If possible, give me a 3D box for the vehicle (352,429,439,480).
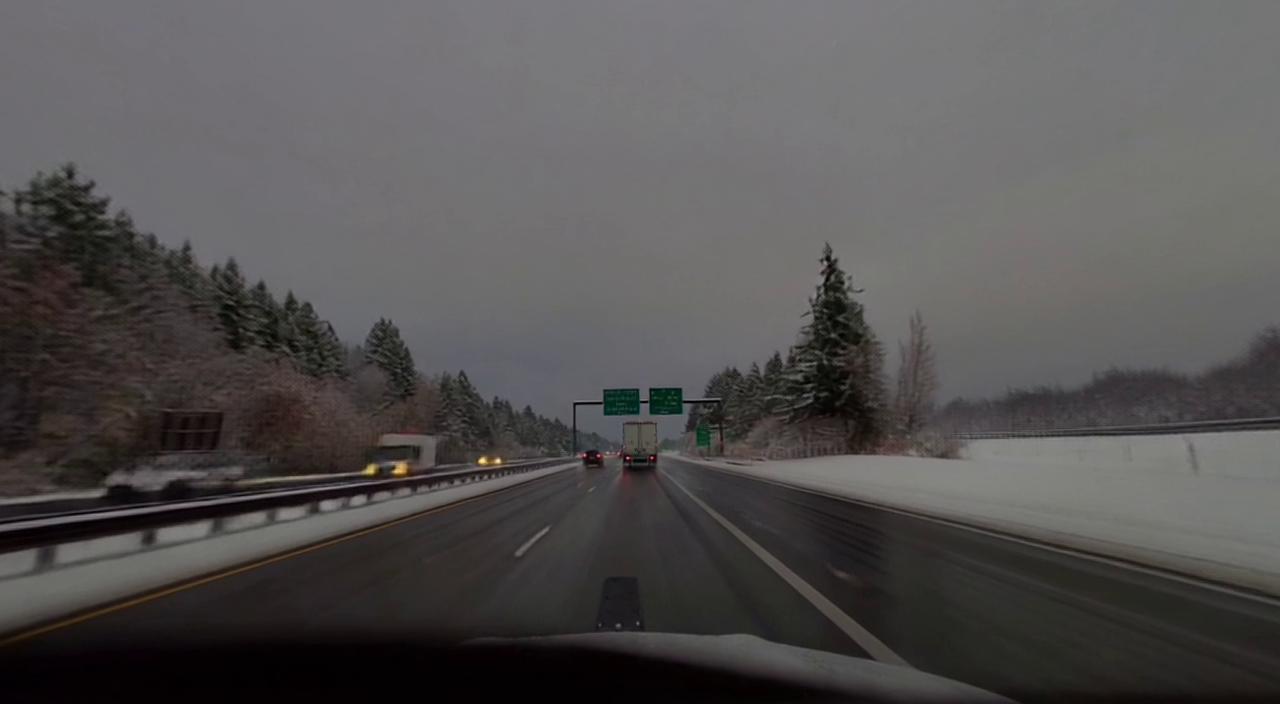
[{"bbox_3d":[-12.583,5.352,32.998,2.240,2.396,5.777,0,-9,0],"label":"vehicle"}]

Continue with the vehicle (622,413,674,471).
[{"bbox_3d":[0.326,7.233,49.883,3.341,3.725,18.015,0,-9,-1],"label":"vehicle"}]

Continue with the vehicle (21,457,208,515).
[{"bbox_3d":[-15.402,3.911,18.899,1.788,1.457,4.431,0,-9,0],"label":"vehicle"}]
